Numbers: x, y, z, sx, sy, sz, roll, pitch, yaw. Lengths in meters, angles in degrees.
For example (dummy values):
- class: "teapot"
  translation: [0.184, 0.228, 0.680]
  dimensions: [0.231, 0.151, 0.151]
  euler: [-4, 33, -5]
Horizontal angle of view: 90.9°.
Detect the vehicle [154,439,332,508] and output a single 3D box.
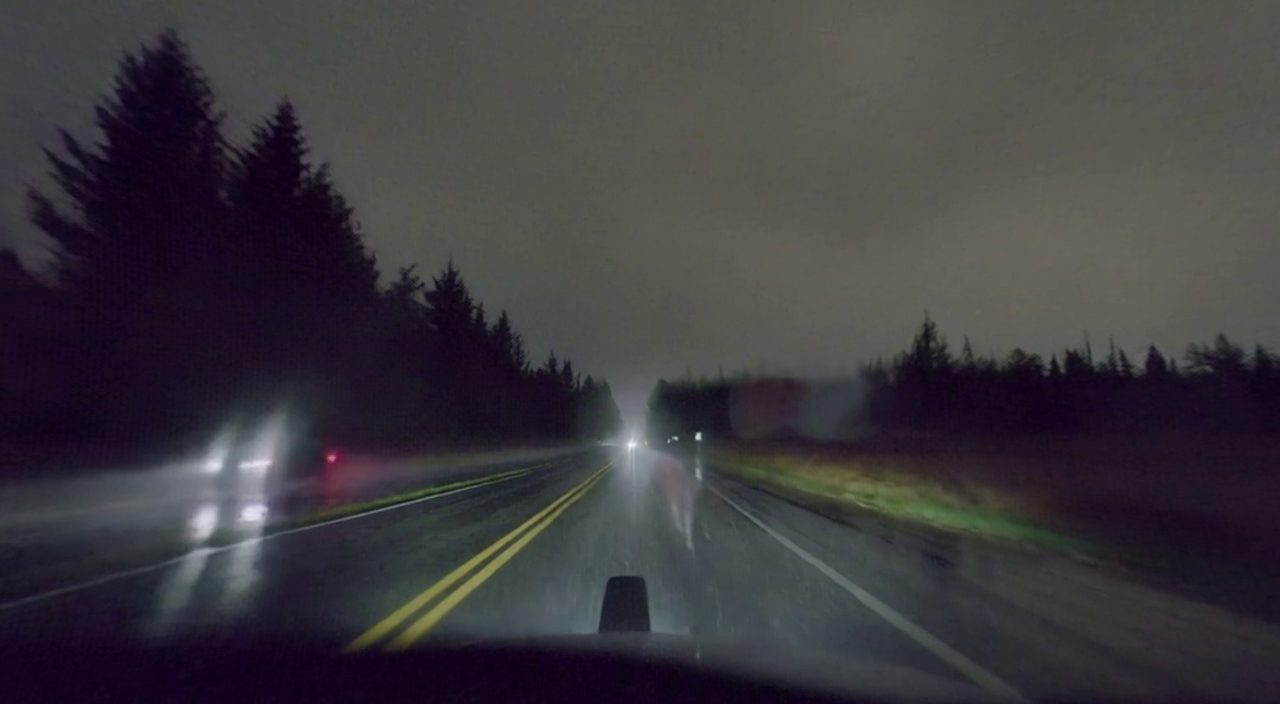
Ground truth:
- class: "vehicle"
  translation: [-10.779, 3.290, 17.612]
  dimensions: [1.953, 1.670, 4.511]
  euler: [0, -8, 1]
